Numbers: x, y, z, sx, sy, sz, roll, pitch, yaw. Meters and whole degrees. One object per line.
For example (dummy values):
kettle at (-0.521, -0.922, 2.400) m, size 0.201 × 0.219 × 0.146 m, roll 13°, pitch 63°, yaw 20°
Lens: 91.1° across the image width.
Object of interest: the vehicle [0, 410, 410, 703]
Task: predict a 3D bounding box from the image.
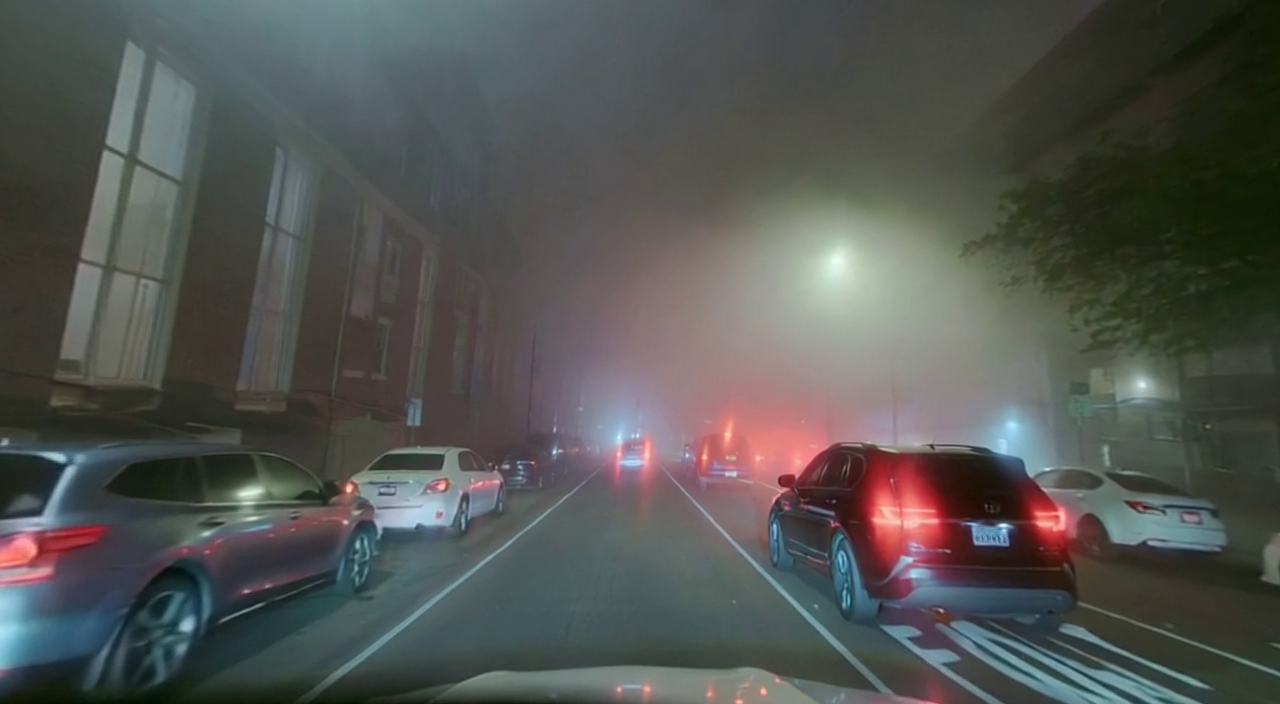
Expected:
vehicle at (-3.525, 1.314, 4.706) m, size 1.955 × 1.504 × 4.618 m, roll 0°, pitch -8°, yaw -2°

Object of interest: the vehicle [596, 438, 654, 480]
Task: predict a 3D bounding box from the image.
vehicle at (-0.527, 4.044, 23.995) m, size 2.007 × 1.460 × 3.923 m, roll 0°, pitch -8°, yaw 0°

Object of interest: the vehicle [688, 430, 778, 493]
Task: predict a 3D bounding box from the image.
vehicle at (2.714, 3.333, 19.542) m, size 2.002 × 1.707 × 4.547 m, roll 0°, pitch -8°, yaw -1°

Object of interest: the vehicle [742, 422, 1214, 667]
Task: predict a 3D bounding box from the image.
vehicle at (2.479, 1.531, 6.256) m, size 2.080 × 1.495 × 4.591 m, roll 0°, pitch -8°, yaw -1°
